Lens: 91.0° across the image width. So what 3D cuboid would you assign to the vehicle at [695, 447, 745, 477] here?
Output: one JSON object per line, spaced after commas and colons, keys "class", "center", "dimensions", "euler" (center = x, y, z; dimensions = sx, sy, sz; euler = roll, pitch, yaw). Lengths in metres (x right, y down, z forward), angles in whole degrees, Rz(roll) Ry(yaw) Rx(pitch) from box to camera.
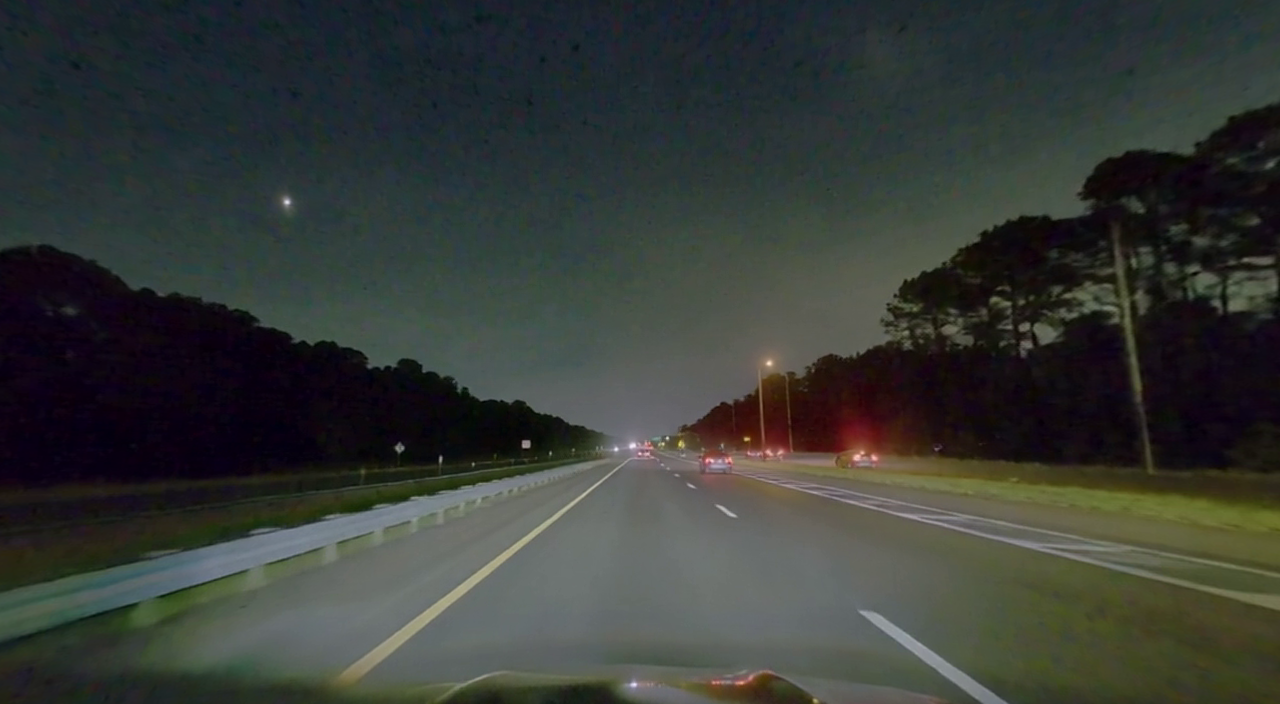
{"class": "vehicle", "center": [4.215, 5.867, 33.846], "dimensions": [2.115, 1.522, 4.330], "euler": [0, -9, 0]}
